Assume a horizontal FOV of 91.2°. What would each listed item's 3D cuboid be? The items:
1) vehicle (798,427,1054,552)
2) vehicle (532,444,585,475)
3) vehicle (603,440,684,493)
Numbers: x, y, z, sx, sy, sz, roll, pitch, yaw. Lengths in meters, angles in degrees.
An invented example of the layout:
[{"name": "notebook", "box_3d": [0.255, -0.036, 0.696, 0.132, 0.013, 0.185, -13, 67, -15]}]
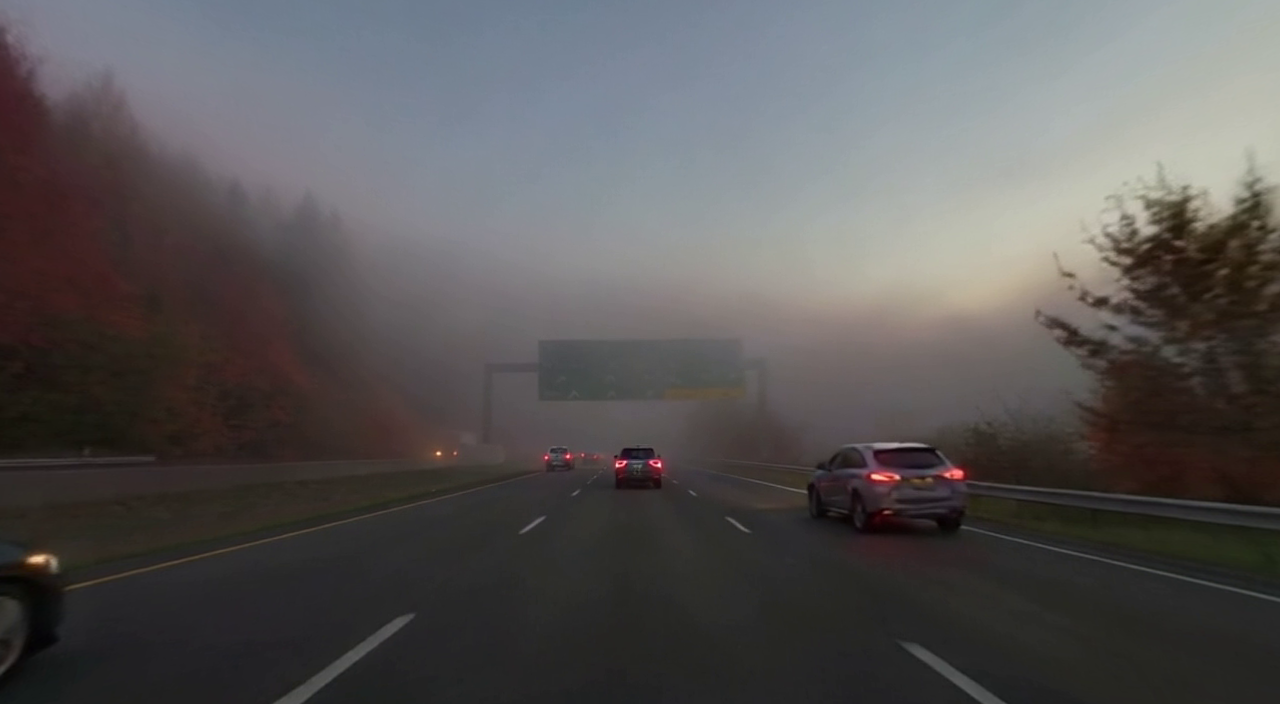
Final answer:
[{"name": "vehicle", "box_3d": [4.232, 2.100, 10.278, 2.035, 1.571, 4.413, 0, -9, -1]}, {"name": "vehicle", "box_3d": [-4.701, 6.279, 36.679, 2.545, 1.679, 4.267, 0, -9, 0]}, {"name": "vehicle", "box_3d": [0.066, 4.027, 22.305, 2.634, 1.679, 4.070, 0, -9, -1]}]
